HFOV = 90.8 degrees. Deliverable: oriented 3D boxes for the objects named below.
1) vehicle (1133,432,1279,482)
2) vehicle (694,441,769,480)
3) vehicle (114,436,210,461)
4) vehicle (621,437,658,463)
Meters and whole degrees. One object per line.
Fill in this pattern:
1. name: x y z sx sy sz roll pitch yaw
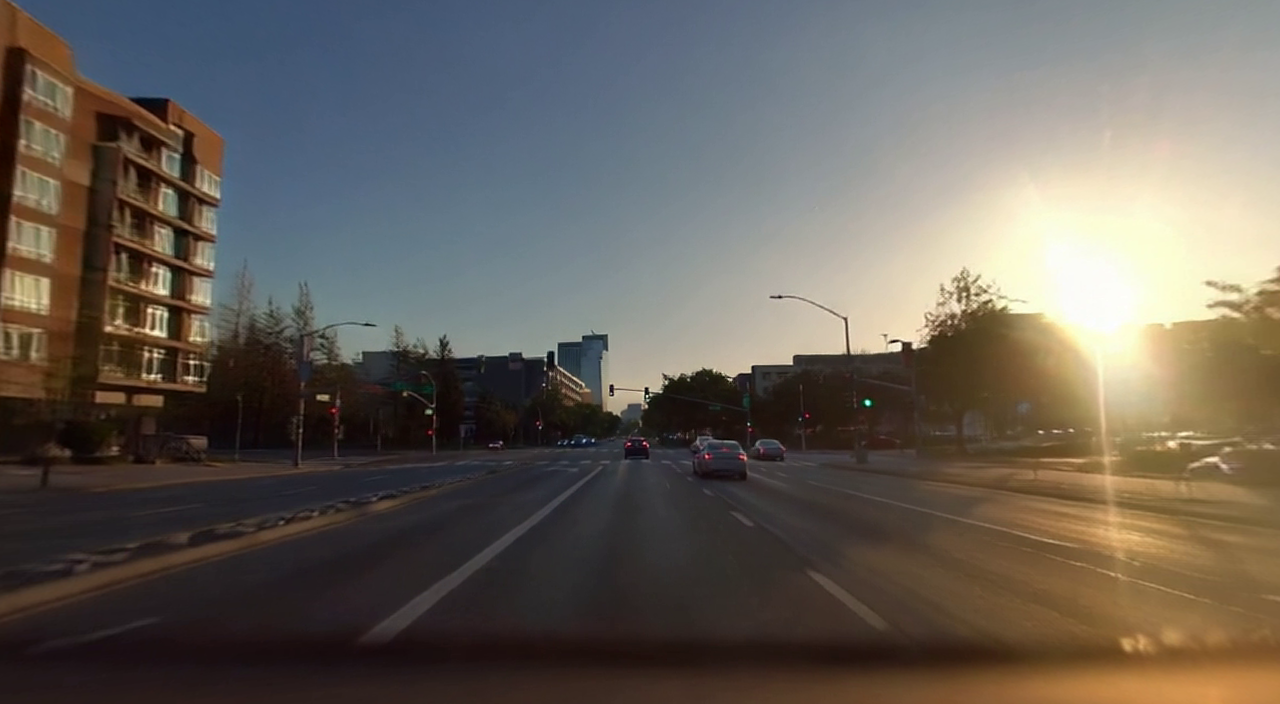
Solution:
1. vehicle: 23.732 4.149 25.004 6.313 1.772 2.263 -10 -10 43
2. vehicle: 3.328 4.047 23.909 2.080 1.321 4.382 0 -8 -2
3. vehicle: -30.001 6.091 39.698 4.469 1.501 1.990 -1 -9 4
4. vehicle: -0.030 6.046 39.030 2.143 1.480 4.006 0 -8 0
